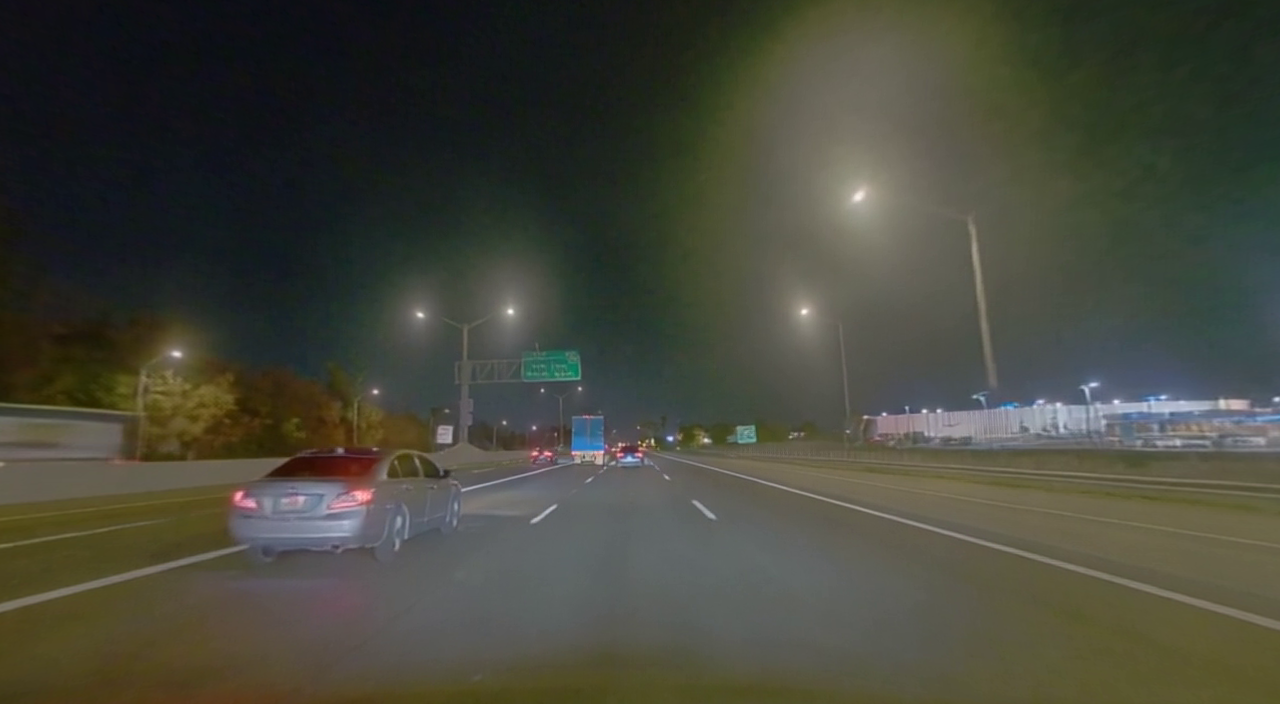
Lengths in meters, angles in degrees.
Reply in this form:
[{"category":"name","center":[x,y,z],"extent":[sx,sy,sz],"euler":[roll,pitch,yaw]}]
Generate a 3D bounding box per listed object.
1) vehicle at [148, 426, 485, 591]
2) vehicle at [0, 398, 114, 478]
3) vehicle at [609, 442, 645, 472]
[{"category":"vehicle","center":[-3.549,1.790,8.112],"extent":[1.997,1.507,4.391],"euler":[0,-9,0]},{"category":"vehicle","center":[-34.619,4.248,31.274],"extent":[2.900,4.070,16.667],"euler":[0,-9,0]},{"category":"vehicle","center":[-0.719,6.269,37.834],"extent":[2.033,1.669,4.112],"euler":[0,-9,0]}]
